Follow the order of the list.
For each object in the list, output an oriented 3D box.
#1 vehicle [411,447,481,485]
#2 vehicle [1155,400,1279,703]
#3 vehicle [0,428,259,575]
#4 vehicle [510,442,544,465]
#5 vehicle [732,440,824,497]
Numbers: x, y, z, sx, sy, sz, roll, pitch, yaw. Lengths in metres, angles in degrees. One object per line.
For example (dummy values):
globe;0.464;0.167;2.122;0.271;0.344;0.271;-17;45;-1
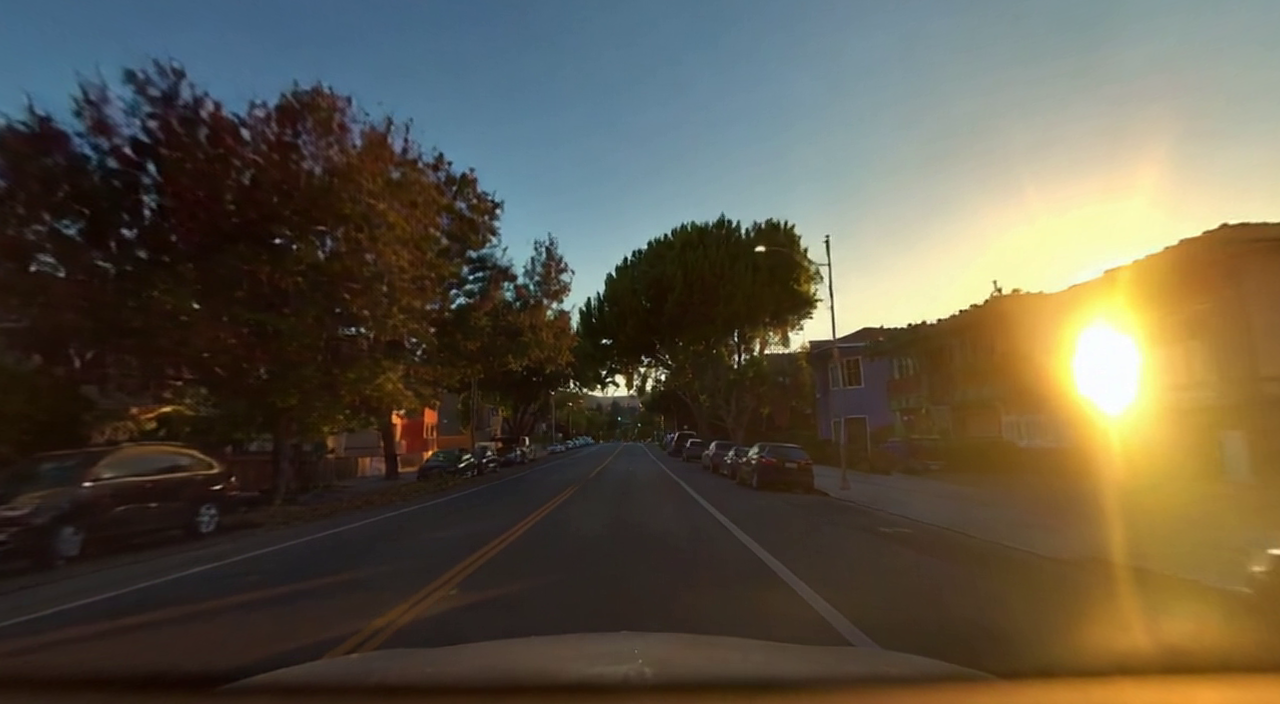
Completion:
vehicle;-8.221;4.834;27.135;1.852;1.482;3.916;-1;-9;-1
vehicle;4.398;0.881;1.840;2.034;1.674;4.271;0;-8;-3
vehicle;-8.110;2.160;9.709;1.932;1.708;4.460;-1;-10;-4
vehicle;-8.369;7.496;47.024;1.883;1.565;3.655;-2;-8;-1
vehicle;4.096;3.499;19.427;1.845;1.556;3.929;0;-8;-1
